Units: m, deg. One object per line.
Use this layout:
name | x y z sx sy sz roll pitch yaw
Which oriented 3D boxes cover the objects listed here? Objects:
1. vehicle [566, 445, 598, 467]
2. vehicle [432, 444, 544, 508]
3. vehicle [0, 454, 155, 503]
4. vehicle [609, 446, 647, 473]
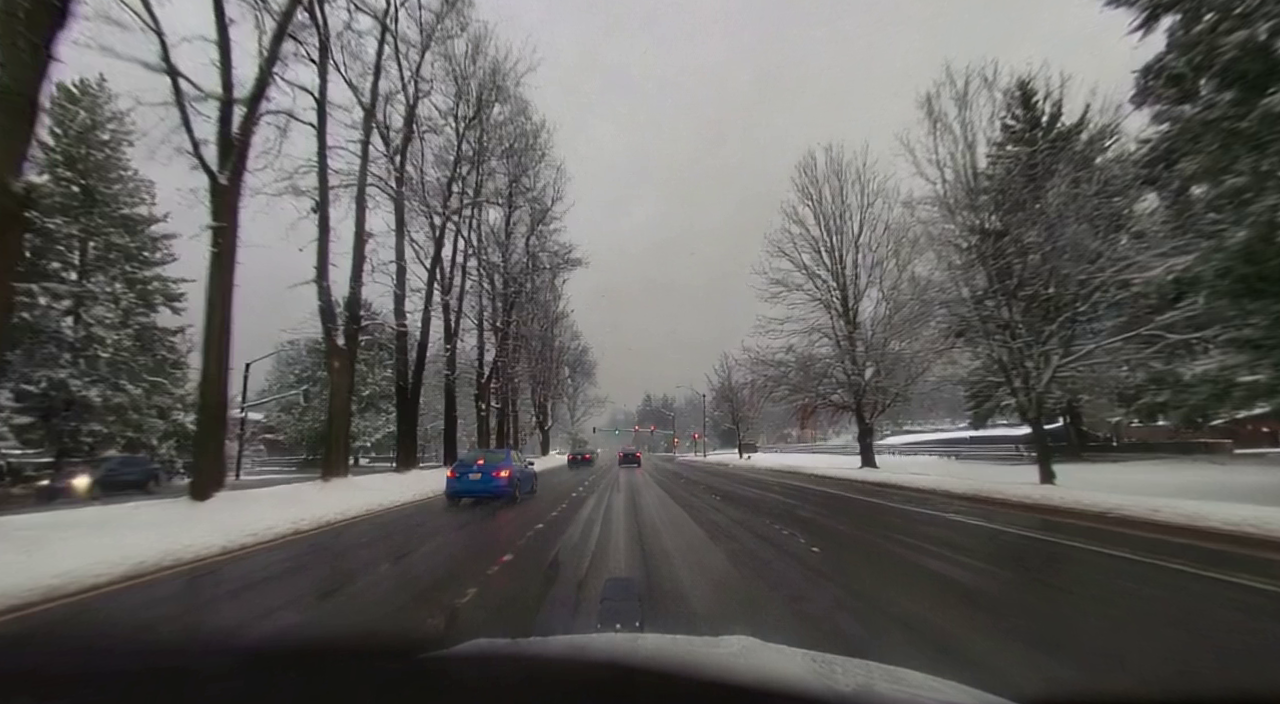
vehicle | -4.353 7.858 48.049 2.103 1.592 4.160 0 -9 -1
vehicle | -3.768 3.142 16.508 1.905 1.418 4.396 0 -9 -1
vehicle | -23.912 5.267 26.879 2.116 1.786 5.673 0 -9 -1
vehicle | -0.702 6.097 36.117 1.991 1.431 4.199 0 -9 -2
